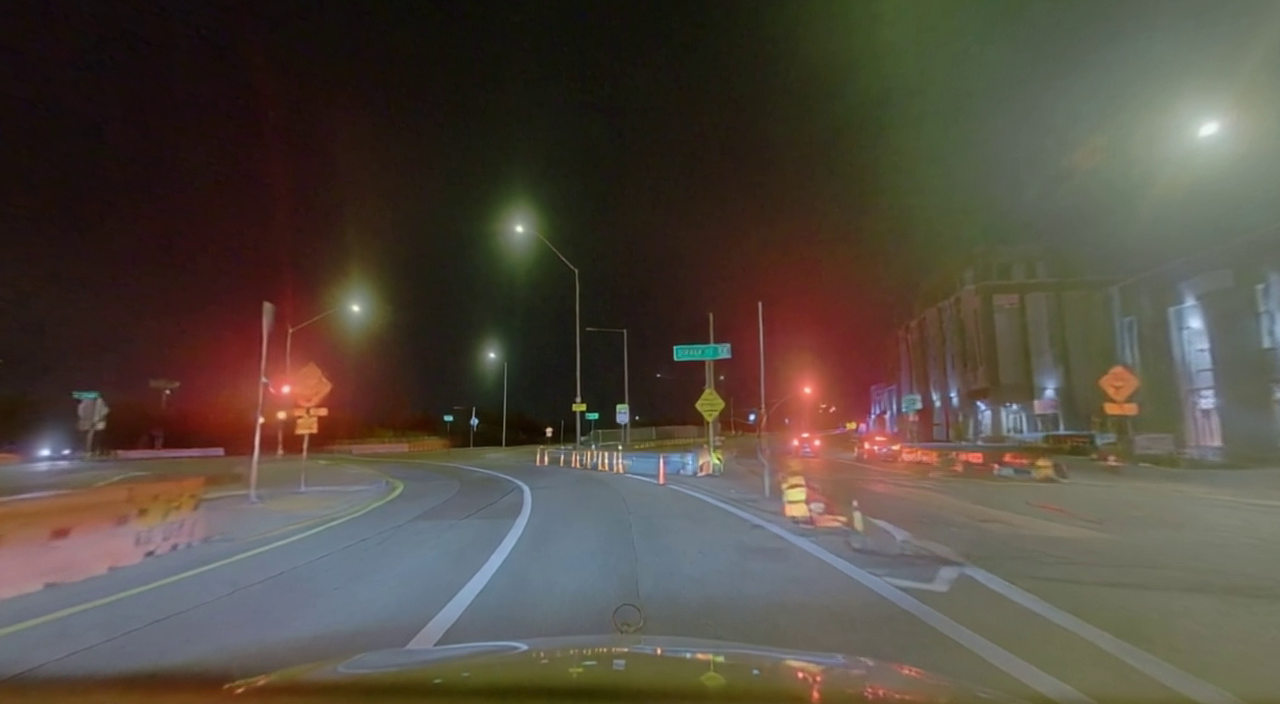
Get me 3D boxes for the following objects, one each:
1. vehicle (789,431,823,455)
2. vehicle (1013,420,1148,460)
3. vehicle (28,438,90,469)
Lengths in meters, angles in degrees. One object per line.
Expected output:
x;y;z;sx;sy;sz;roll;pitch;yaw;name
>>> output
12.779;7.065;48.740;2.150;1.779;4.423;-2;-9;10;vehicle
20.297;4.104;29.258;4.615;1.738;1.990;-1;-9;8;vehicle
-34.479;6.000;37.346;4.292;1.734;2.159;-8;-11;42;vehicle
